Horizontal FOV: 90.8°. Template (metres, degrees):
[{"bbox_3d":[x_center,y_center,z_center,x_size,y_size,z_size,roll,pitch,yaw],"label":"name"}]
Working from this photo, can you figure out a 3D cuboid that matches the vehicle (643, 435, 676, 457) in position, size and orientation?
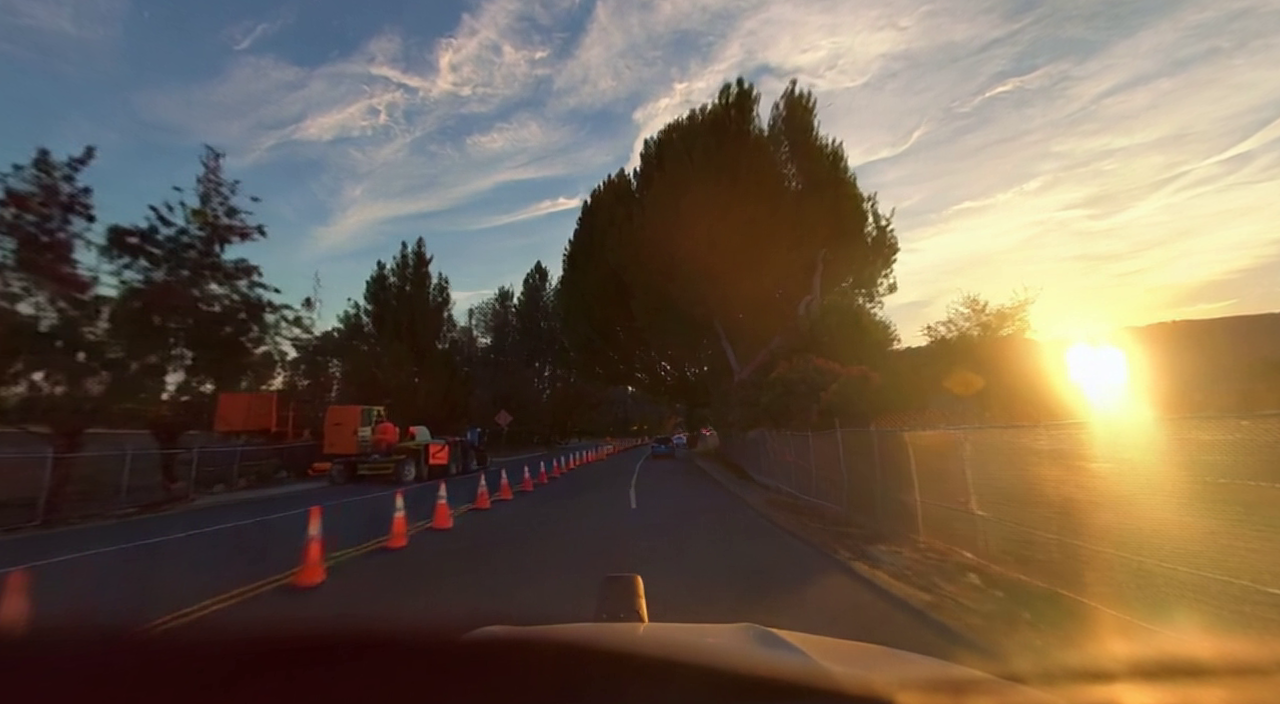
[{"bbox_3d":[1.336,6.520,43.877,2.172,1.486,3.581,0,-9,1],"label":"vehicle"}]

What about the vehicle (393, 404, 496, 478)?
[{"bbox_3d":[-7.527,3.479,24.653,3.064,2.710,2.385,-1,-9,4],"label":"vehicle"}]
